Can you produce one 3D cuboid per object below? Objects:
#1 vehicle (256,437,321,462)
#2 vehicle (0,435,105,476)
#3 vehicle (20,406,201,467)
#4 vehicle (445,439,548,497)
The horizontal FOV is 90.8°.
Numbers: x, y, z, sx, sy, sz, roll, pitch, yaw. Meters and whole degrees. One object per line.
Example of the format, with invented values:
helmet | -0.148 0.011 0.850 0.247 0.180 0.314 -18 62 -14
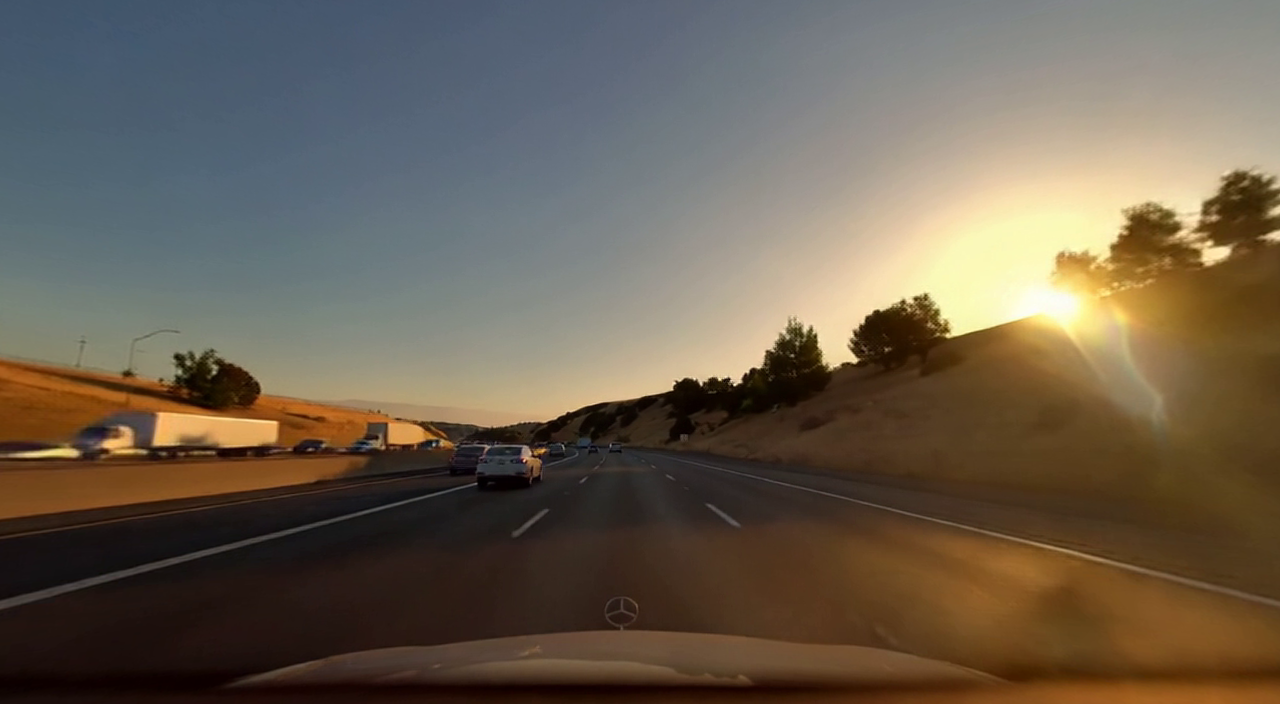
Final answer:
vehicle | -25.481 7.106 45.998 2.068 1.700 4.741 0 -9 -1
vehicle | -24.819 4.207 25.844 1.840 1.483 4.590 0 -9 -1
vehicle | -32.892 5.422 40.079 3.205 3.371 9.610 0 -9 -1
vehicle | -4.145 3.429 19.130 2.073 1.516 4.478 0 -9 0
